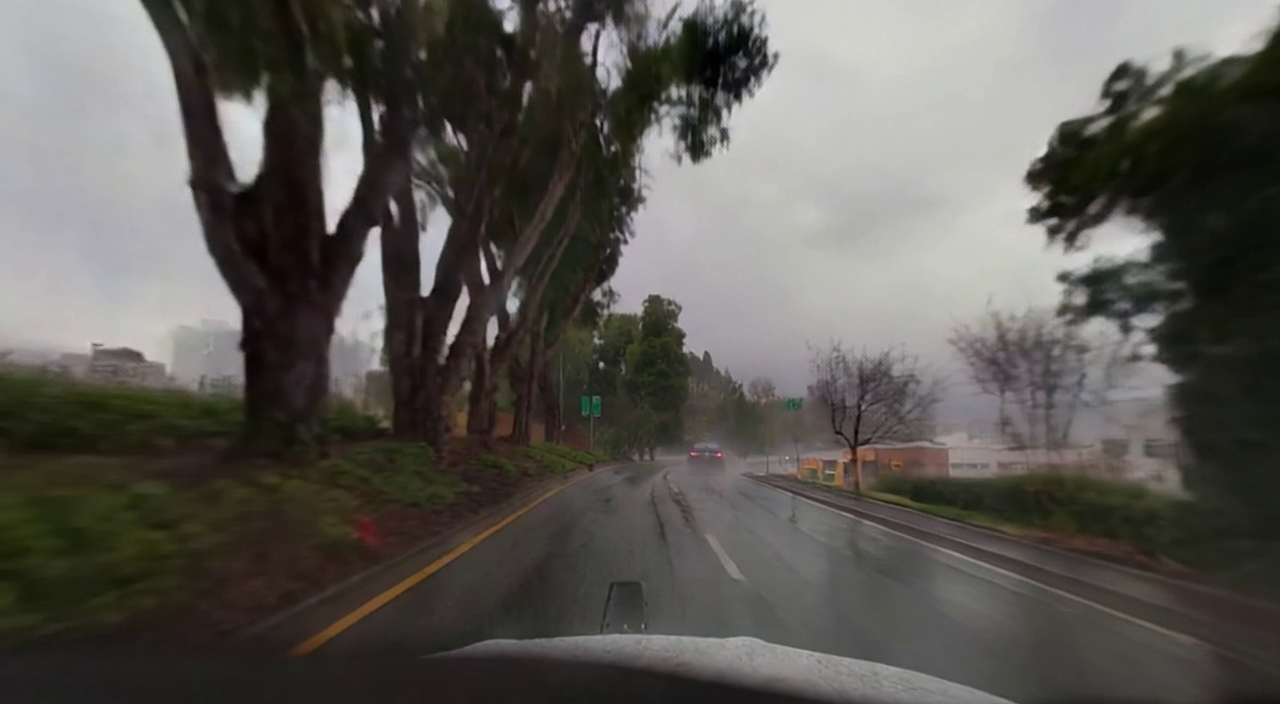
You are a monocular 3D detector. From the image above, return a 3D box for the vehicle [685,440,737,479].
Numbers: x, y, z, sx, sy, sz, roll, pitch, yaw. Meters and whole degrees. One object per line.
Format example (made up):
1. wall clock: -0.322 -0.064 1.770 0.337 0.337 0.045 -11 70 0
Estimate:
1. vehicle: 3.037 4.701 27.922 1.956 1.473 4.640 0 -7 2
